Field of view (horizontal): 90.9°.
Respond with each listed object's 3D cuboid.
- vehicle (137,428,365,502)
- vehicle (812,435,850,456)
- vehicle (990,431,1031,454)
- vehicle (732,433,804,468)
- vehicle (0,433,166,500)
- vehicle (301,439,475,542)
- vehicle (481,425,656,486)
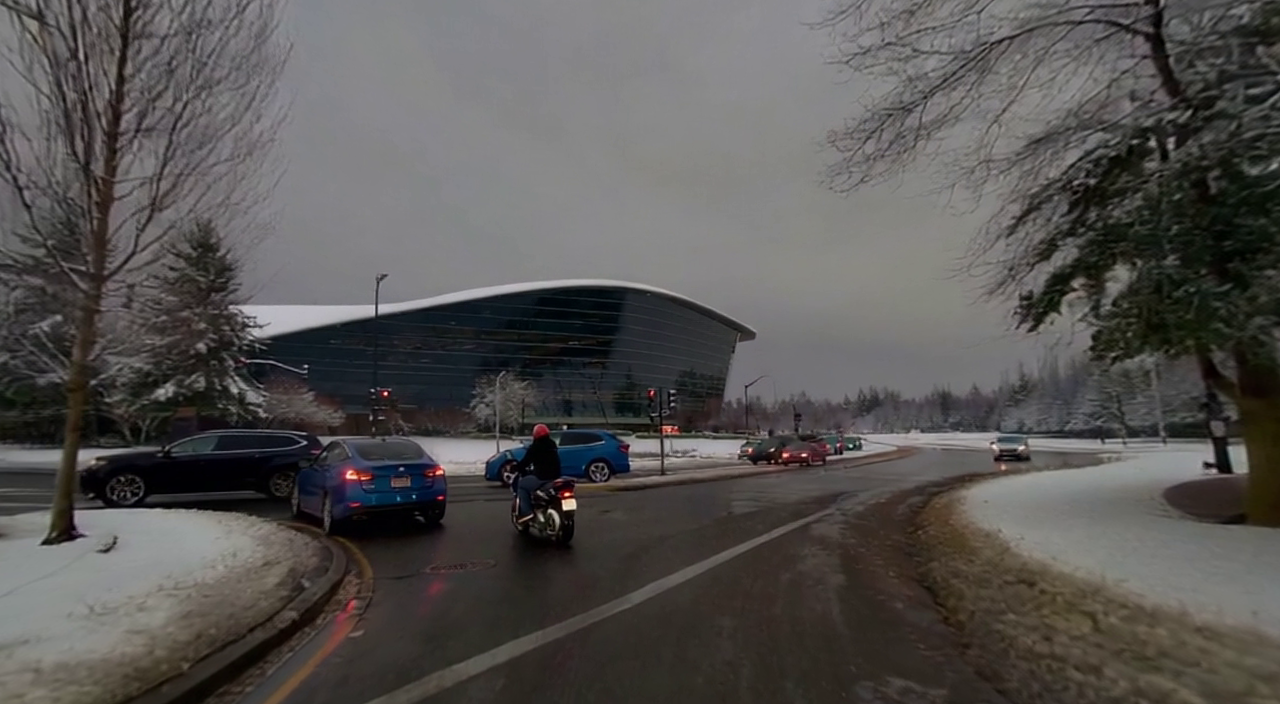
[{"bbox_3d":[-9.920,2.902,16.389,4.583,1.755,1.936,0,-8,-1],"label":"vehicle"},{"bbox_3d":[14.772,7.169,48.661,2.024,1.543,4.028,-4,-9,27],"label":"vehicle"},{"bbox_3d":[26.083,6.375,44.502,1.872,1.467,4.385,-4,-9,24],"label":"vehicle"},{"bbox_3d":[6.754,5.101,32.940,2.084,1.656,4.583,-5,-9,32],"label":"vehicle"},{"bbox_3d":[-16.360,3.188,17.847,4.380,1.727,2.052,-1,-8,7],"label":"vehicle"},{"bbox_3d":[-4.699,2.315,11.388,2.009,1.450,4.182,5,-9,-34],"label":"vehicle"},{"bbox_3d":[-2.519,3.673,22.865,5.833,1.960,2.341,4,-9,-30],"label":"vehicle"}]
